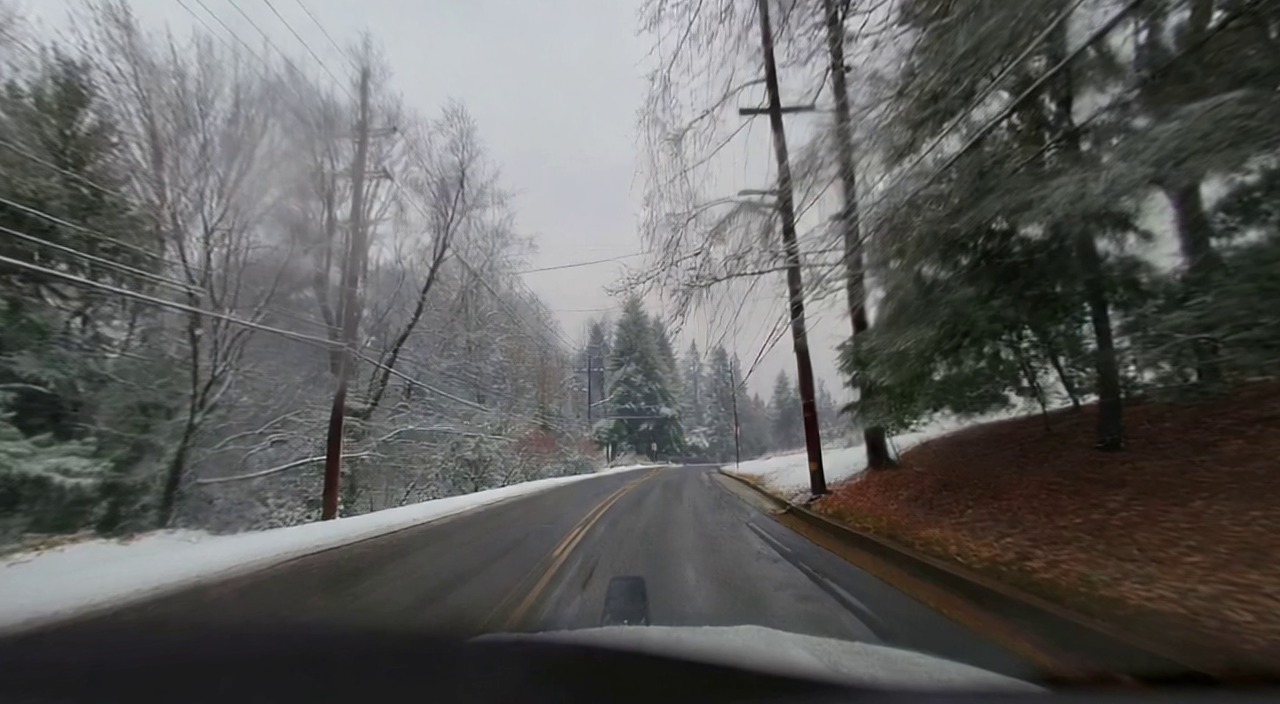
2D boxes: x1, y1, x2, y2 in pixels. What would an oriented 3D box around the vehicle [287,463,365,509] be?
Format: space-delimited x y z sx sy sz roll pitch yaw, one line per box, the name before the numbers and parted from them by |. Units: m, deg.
vehicle | -13.107 5.568 26.614 2.058 1.654 4.273 2 -9 -15
